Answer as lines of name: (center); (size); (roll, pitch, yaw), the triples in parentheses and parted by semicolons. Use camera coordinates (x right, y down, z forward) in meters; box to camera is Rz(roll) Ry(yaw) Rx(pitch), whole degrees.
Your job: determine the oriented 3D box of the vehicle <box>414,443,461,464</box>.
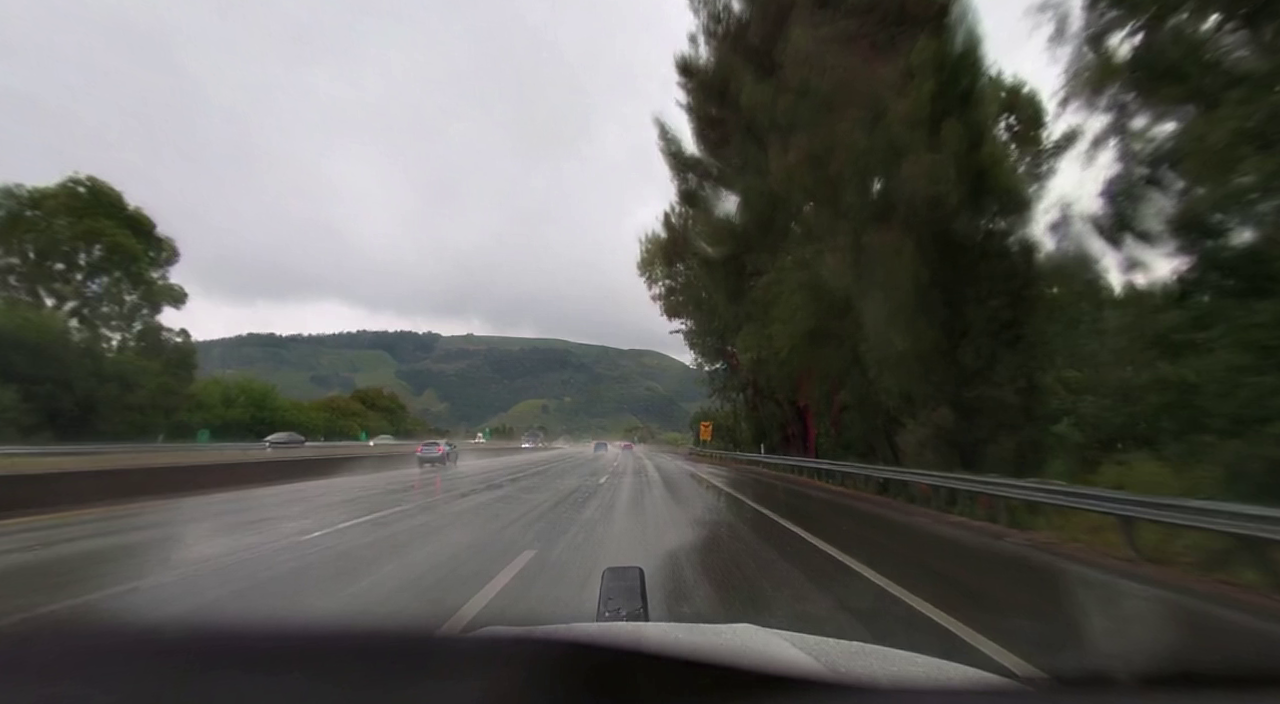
vehicle: (-14.925, 7.461, 46.646); (2.036, 1.479, 4.418); (0, -8, -1)
